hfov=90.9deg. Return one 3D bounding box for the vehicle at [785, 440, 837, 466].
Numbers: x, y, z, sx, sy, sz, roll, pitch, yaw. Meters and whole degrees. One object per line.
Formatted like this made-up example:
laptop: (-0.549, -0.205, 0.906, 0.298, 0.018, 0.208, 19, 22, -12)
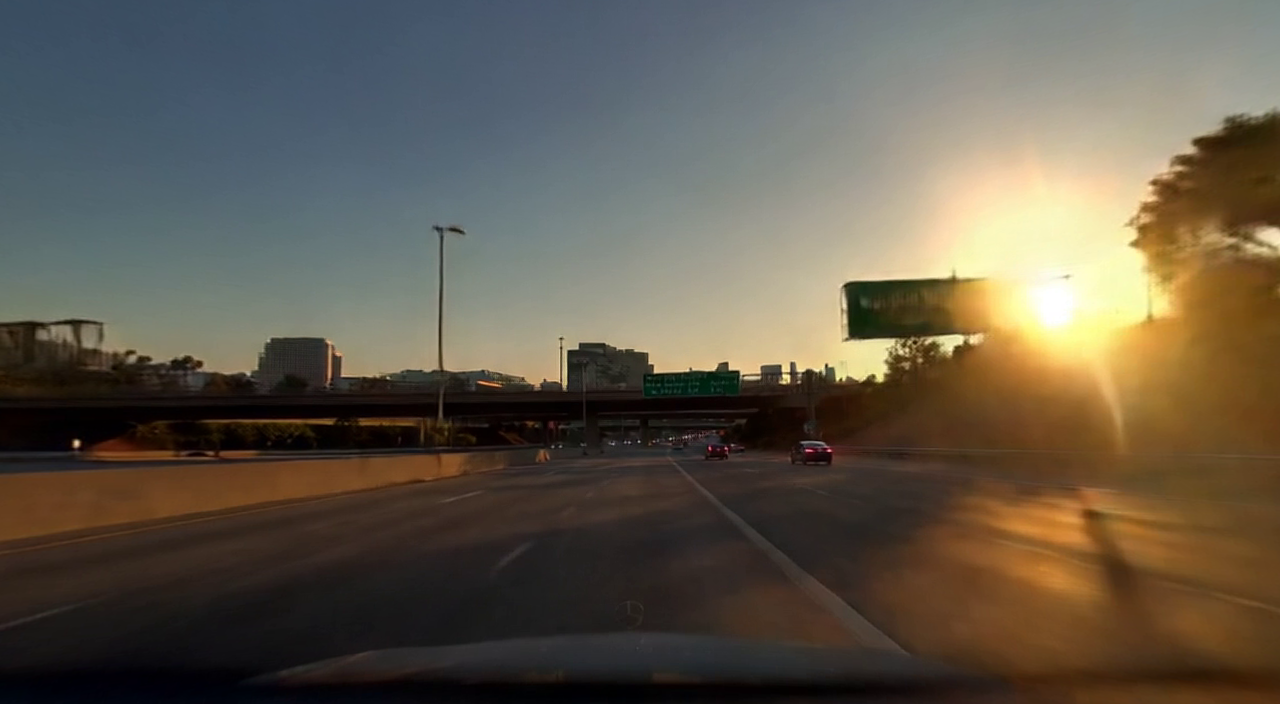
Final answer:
vehicle: (10.711, 6.363, 39.886, 2.000, 1.514, 4.585, 0, -9, 0)
